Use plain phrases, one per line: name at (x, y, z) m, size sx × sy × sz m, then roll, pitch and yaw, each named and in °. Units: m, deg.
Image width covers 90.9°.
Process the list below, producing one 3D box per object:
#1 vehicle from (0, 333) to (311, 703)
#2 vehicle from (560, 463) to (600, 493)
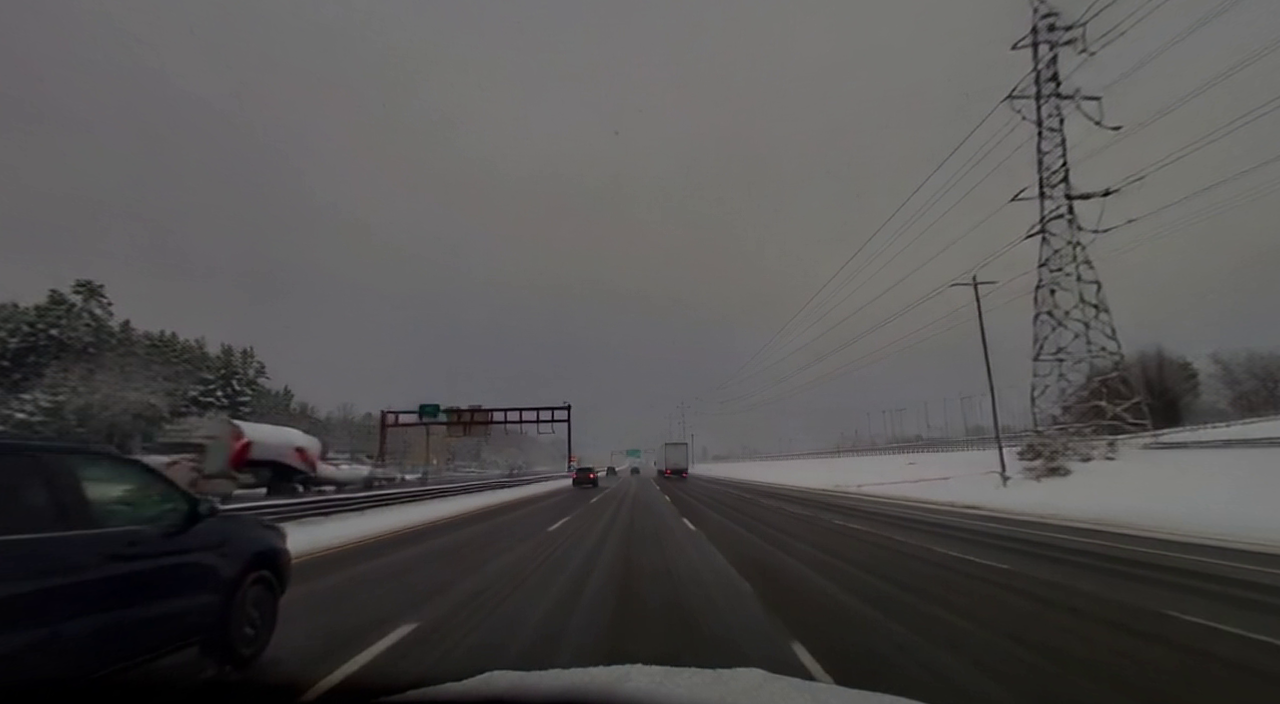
vehicle at (-3.314, 0.764, 2.060) m, size 2.065 × 1.722 × 4.441 m, roll 1°, pitch -11°, yaw -1°
vehicle at (-3.478, 7.434, 37.354) m, size 1.942 × 1.597 × 3.943 m, roll 1°, pitch -11°, yaw 0°
